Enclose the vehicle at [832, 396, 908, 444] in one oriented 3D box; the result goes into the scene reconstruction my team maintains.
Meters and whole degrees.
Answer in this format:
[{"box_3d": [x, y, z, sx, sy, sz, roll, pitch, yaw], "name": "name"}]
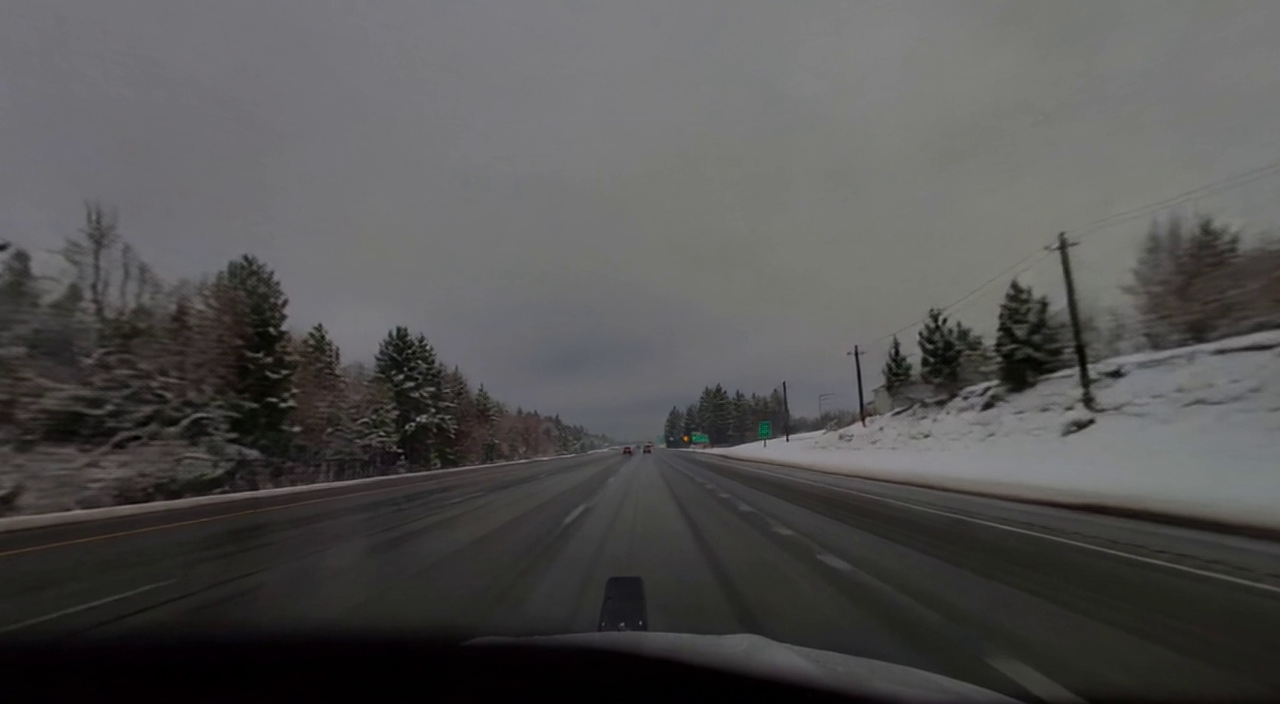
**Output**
[{"box_3d": [17.393, 5.373, 48.275, 2.821, 3.355, 7.583, 0, -8, -1], "name": "vehicle"}]
